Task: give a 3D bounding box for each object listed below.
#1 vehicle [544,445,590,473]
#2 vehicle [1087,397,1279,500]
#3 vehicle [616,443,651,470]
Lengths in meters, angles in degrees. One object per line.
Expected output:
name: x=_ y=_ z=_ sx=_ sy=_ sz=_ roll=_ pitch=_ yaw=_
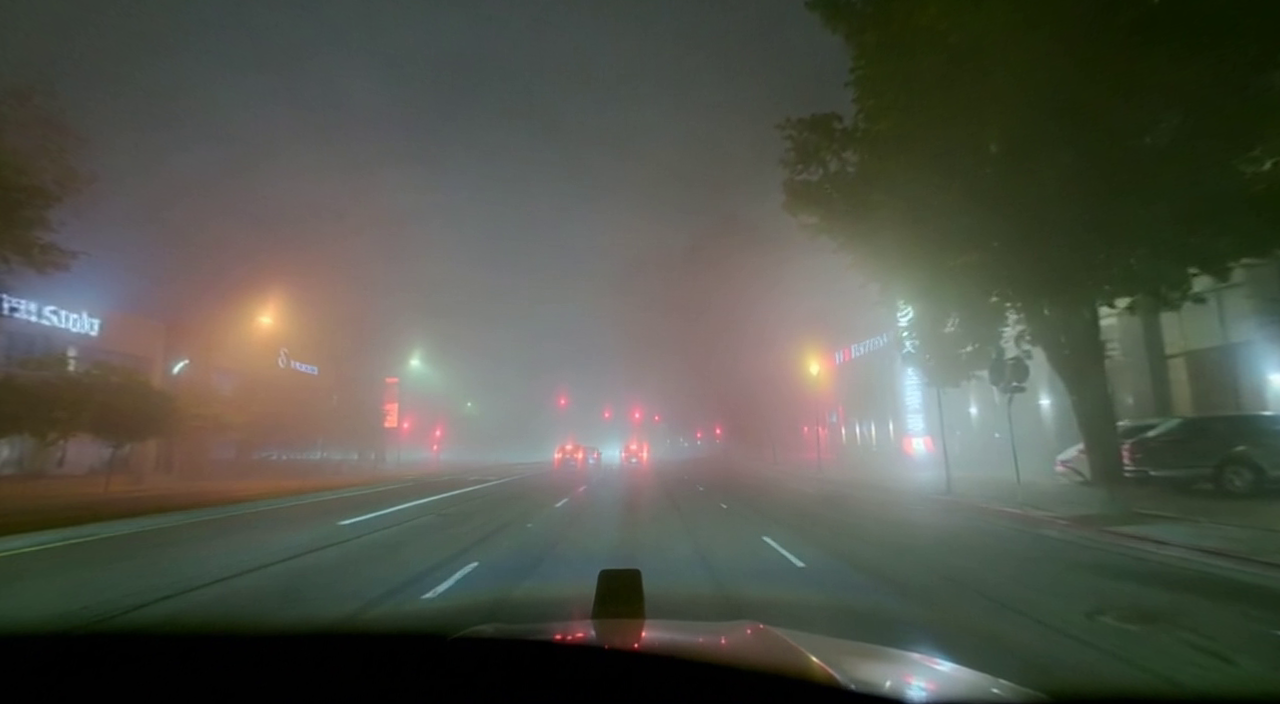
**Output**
vehicle: x=-3.998 y=5.937 z=35.279 sx=2.020 sy=1.457 sz=4.496 roll=0 pitch=-9 yaw=1
vehicle: x=13.467 y=2.023 z=13.322 sx=6.063 sy=1.949 sz=2.531 roll=0 pitch=-9 yaw=2
vehicle: x=-0.377 y=6.409 z=38.971 sx=2.042 sy=1.555 sz=3.912 roll=0 pitch=-9 yaw=0
